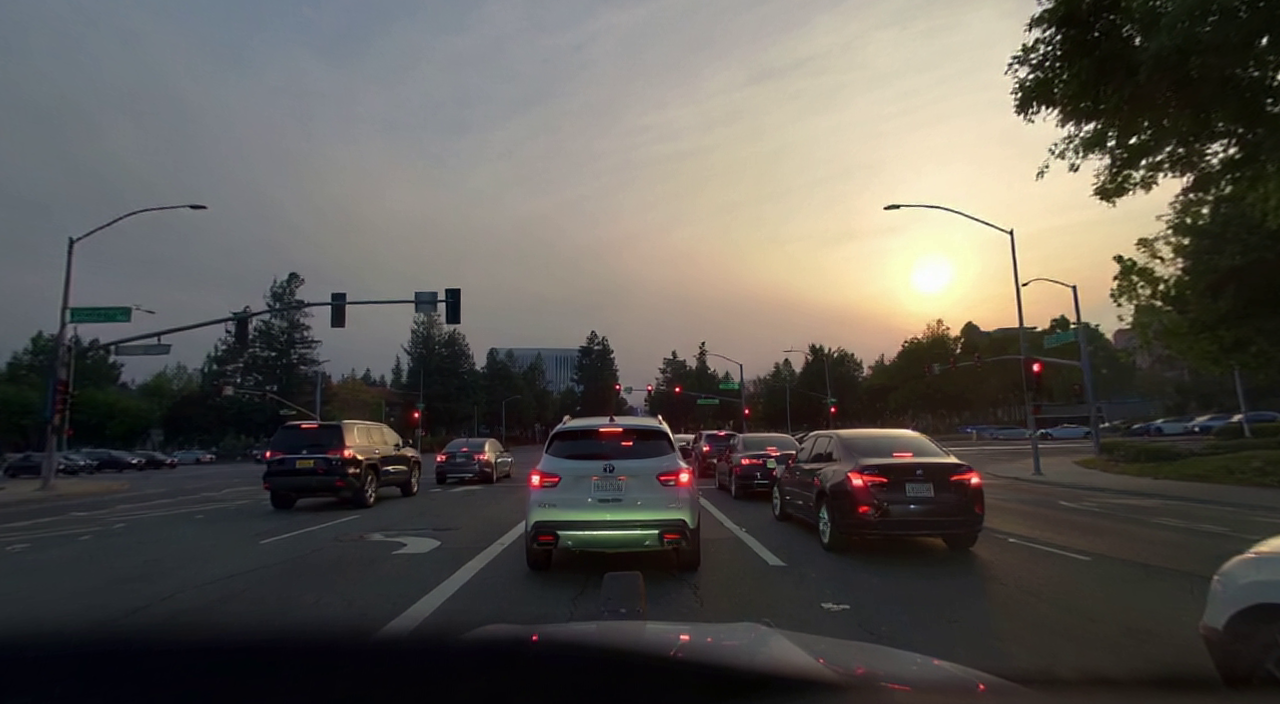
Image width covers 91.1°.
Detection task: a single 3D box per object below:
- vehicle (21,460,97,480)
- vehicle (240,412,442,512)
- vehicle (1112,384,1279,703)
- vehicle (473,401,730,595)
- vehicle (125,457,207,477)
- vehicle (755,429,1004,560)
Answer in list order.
[{"bbox_3d":[-45.695,9.262,49.405,4.232,1.498,1.791,0,-8,1],"label":"vehicle"},{"bbox_3d":[-6.728,2.547,14.995,2.214,1.953,5.017,0,-8,1],"label":"vehicle"},{"bbox_3d":[3.305,0.667,0.826,1.980,1.515,4.362,0,-8,1],"label":"vehicle"},{"bbox_3d":[-0.322,1.586,7.625,2.256,1.694,4.055,0,-8,0],"label":"vehicle"},{"bbox_3d":[-37.317,9.027,49.476,4.914,1.487,1.850,0,-8,0],"label":"vehicle"},{"bbox_3d":[3.158,1.966,9.477,1.971,1.473,4.495,0,-8,0],"label":"vehicle"}]
